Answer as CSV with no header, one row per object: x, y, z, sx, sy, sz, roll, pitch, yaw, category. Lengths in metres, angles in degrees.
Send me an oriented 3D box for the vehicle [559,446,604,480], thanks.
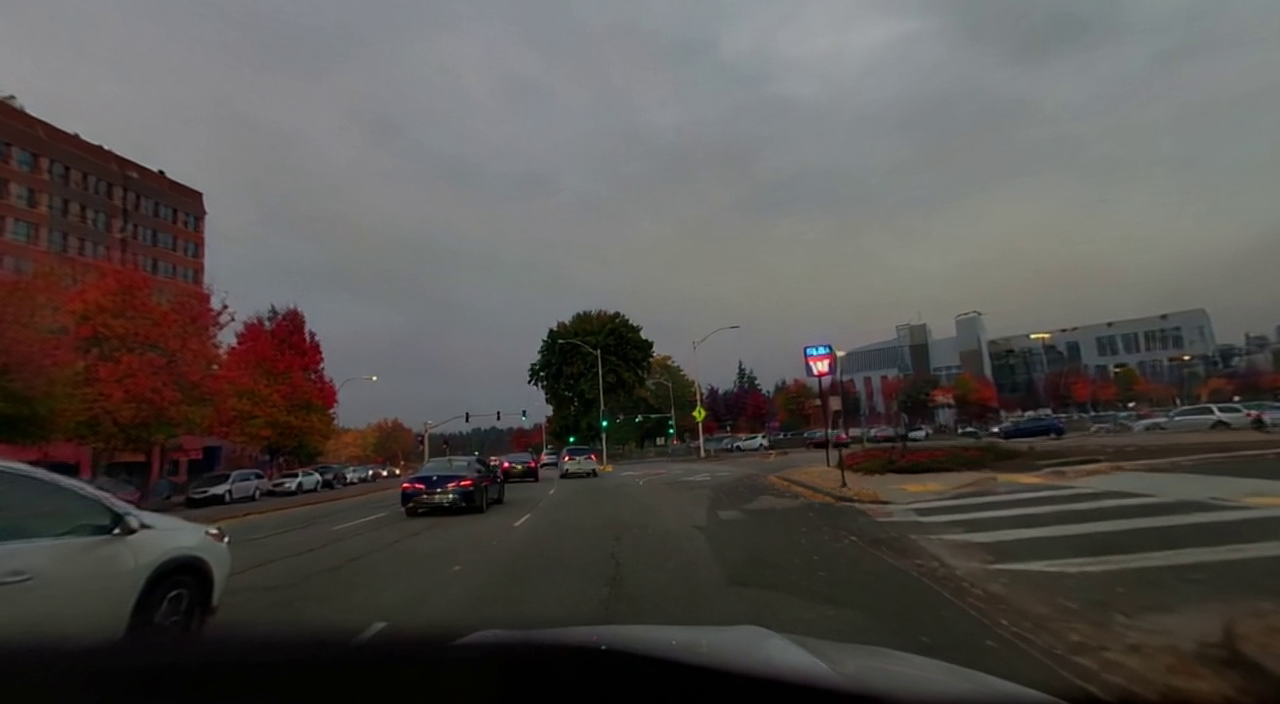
-3.290,6.038,34.587,2.144,1.704,4.028,2,-9,-9,vehicle

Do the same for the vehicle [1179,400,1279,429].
41.137,4.419,43.774,5.280,1.764,2.026,-7,-12,43,vehicle

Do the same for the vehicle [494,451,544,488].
-5.629,5.493,29.822,1.974,1.549,4.603,2,-9,-7,vehicle

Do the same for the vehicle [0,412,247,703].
-4.241,1.069,2.753,2.085,1.663,4.513,1,-9,0,vehicle

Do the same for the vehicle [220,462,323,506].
-15.603,5.592,26.995,2.026,1.615,4.324,1,-9,-5,vehicle

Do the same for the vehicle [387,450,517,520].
-4.736,3.409,16.837,2.090,1.506,5.326,1,-9,-3,vehicle

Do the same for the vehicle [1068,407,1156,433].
33.978,4.962,45.393,4.653,1.696,2.110,-8,-12,44,vehicle

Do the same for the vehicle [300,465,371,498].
-16.532,7.030,34.439,1.972,1.514,4.689,2,-9,-6,vehicle
